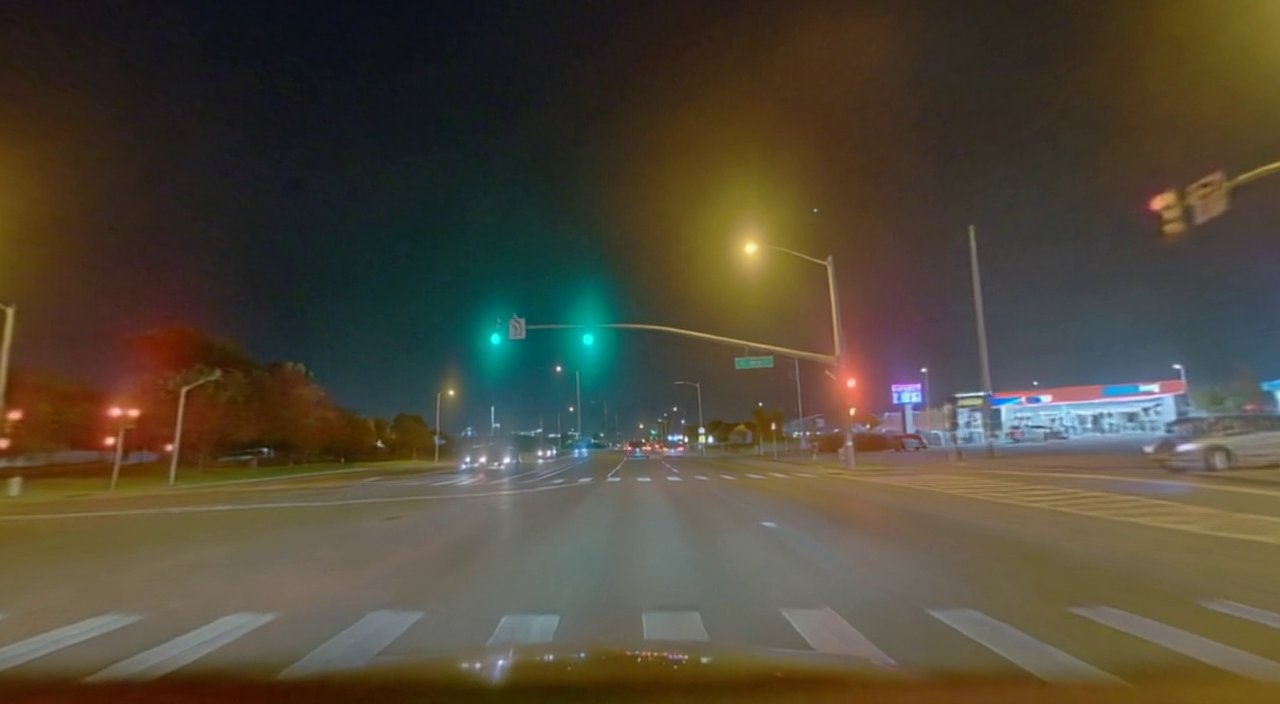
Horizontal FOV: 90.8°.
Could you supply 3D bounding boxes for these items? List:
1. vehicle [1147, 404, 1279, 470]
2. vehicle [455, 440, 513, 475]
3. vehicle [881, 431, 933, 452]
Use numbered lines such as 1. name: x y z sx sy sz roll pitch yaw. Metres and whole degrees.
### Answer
1. vehicle: 16.466 2.209 16.386 4.727 1.585 2.066 -1 -8 2
2. vehicle: -8.517 5.757 34.957 1.946 1.710 5.044 -1 -8 0
3. vehicle: 20.228 6.800 47.725 2.094 1.488 4.433 -8 -12 43
